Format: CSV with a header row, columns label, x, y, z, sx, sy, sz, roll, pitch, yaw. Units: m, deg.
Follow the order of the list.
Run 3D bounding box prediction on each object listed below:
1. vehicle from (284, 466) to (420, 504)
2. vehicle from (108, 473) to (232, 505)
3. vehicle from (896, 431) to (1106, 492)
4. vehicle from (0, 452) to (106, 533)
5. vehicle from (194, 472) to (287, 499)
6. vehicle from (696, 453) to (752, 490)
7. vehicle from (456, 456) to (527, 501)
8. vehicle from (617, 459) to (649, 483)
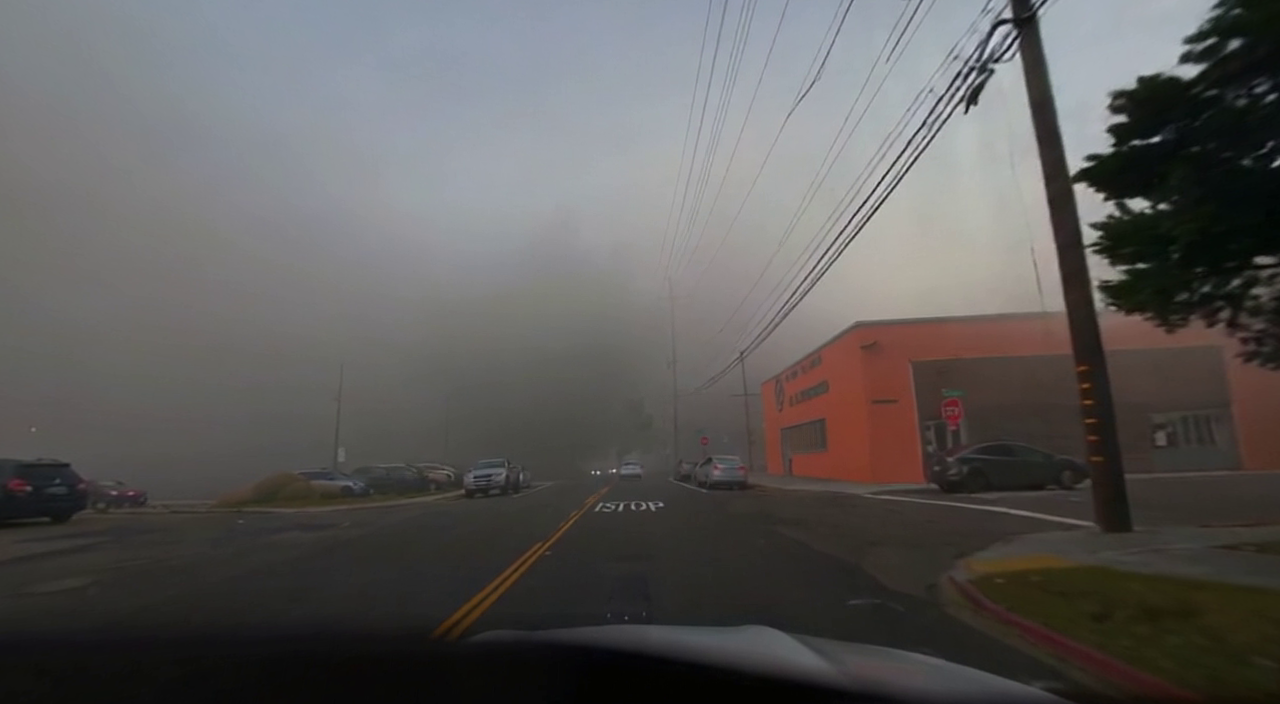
label,x,y,z,sx,sy,sz,roll,pitch,yaw
vehicle,-12.433,5.762,27.482,4.968,1.493,1.961,1,-9,-4
vehicle,-23.938,6.992,32.263,4.660,1.488,1.930,0,-9,-3
vehicle,10.863,3.307,19.191,5.255,1.688,1.994,1,-9,-6
vehicle,-14.068,3.192,14.876,2.010,1.630,4.139,8,-12,-40
vehicle,-23.923,8.016,37.873,4.276,1.452,1.803,1,-9,-4
vehicle,3.593,5.187,27.660,1.840,1.452,4.517,0,-9,0
vehicle,-6.496,5.571,28.226,2.146,1.775,5.117,0,-9,-2
vehicle,-0.534,8.160,43.495,2.033,1.464,4.645,0,-9,-3
